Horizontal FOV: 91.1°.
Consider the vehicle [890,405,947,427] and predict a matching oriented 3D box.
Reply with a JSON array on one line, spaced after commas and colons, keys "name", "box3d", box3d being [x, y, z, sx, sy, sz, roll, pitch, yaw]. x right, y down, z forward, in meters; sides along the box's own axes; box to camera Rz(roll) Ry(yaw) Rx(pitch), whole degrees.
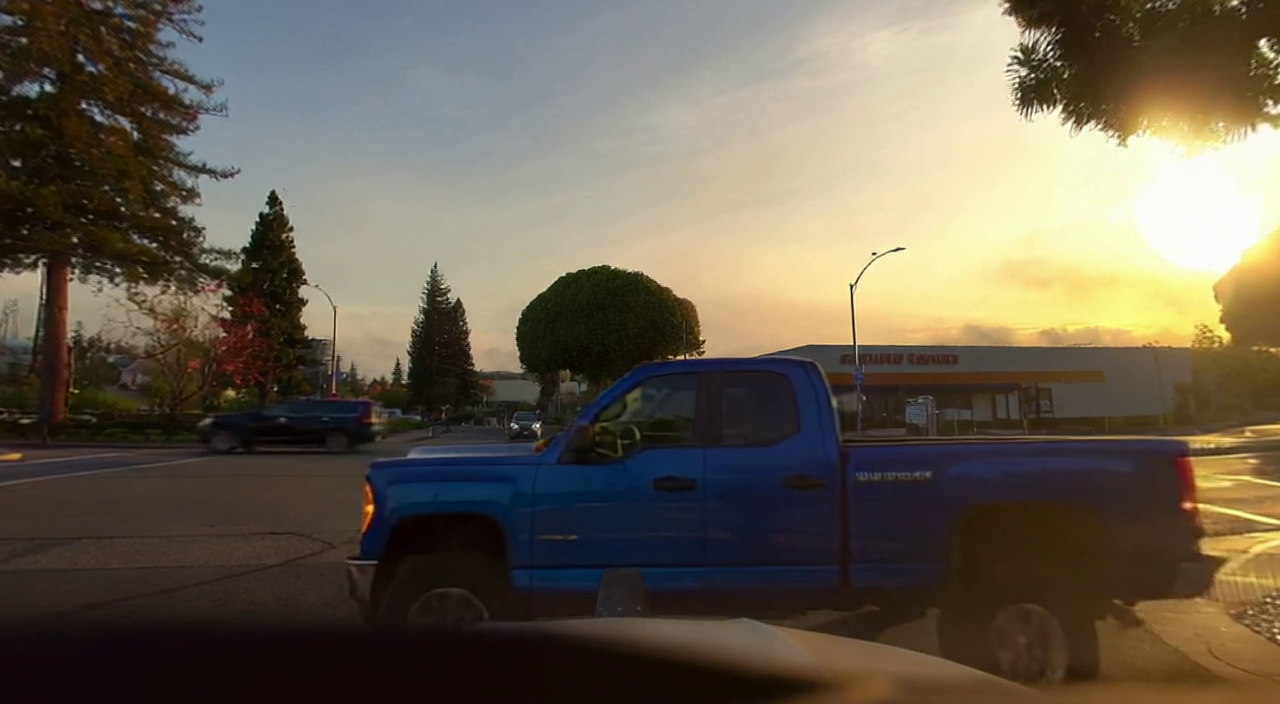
[{"name": "vehicle", "box3d": [21.218, 4.898, 47.771, 4.674, 1.483, 1.745, 6, -10, -35]}]

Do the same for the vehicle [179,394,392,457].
[{"name": "vehicle", "box3d": [-10.912, 2.364, 19.817, 5.333, 1.837, 2.124, 1, -9, -10]}]
